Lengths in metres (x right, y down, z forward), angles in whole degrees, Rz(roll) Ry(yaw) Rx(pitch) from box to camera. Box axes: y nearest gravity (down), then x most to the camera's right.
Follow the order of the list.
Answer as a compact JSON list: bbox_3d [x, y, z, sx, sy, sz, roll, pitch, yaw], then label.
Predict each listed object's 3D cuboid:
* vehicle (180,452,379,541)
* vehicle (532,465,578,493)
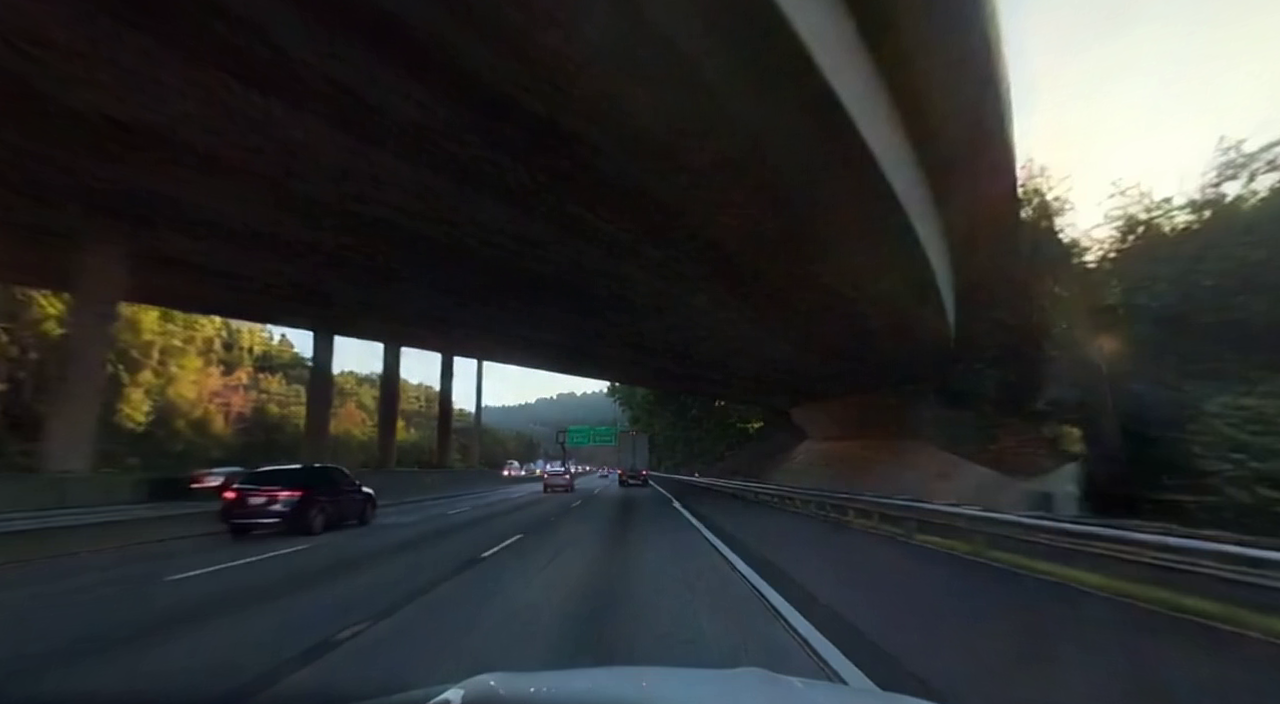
[{"bbox_3d":[-7.574,3.077,13.829,1.899,1.615,4.097,1,-10,0],"label":"vehicle"},{"bbox_3d":[-4.862,7.336,36.578,1.950,1.460,4.812,1,-10,0],"label":"vehicle"}]
